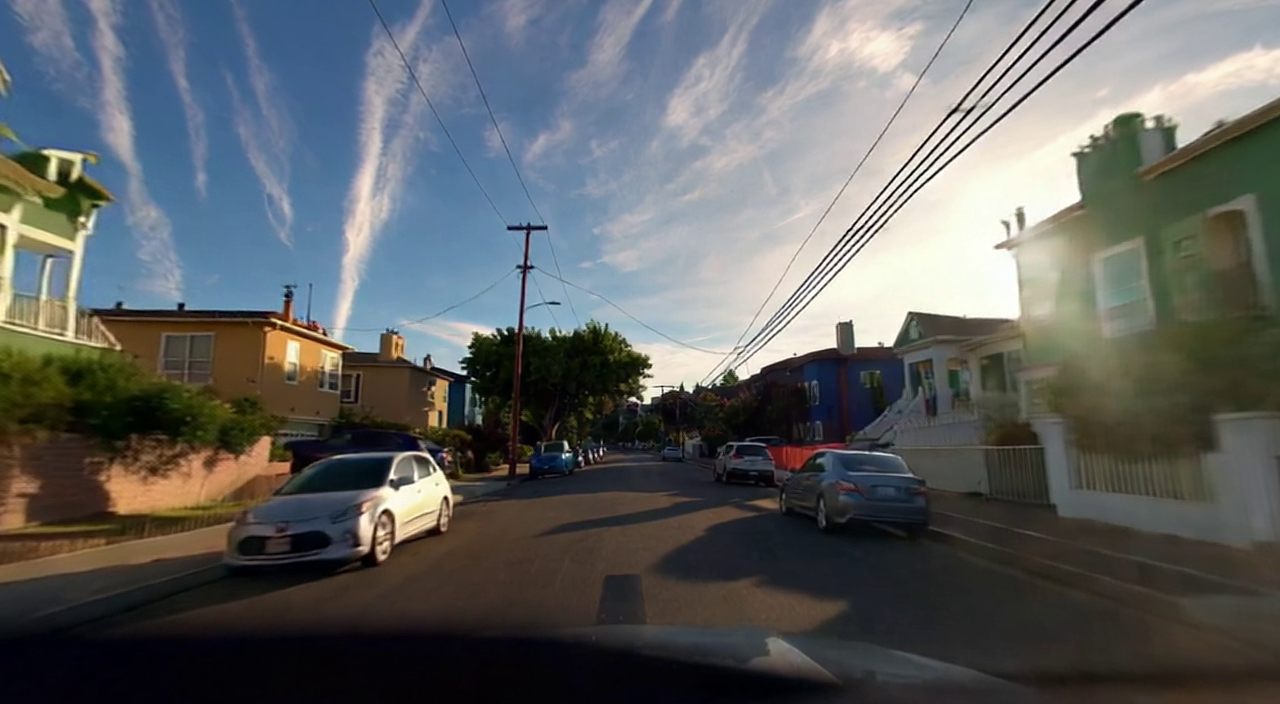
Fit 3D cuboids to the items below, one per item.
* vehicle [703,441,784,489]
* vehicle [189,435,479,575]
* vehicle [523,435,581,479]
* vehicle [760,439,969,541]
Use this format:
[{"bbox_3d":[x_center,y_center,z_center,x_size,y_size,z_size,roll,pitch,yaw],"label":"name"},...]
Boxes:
[{"bbox_3d":[3.532,3.957,22.486,2.019,1.536,4.405,0,-9,-2],"label":"vehicle"},{"bbox_3d":[-3.825,1.961,9.009,1.971,1.460,4.523,0,-8,-2],"label":"vehicle"},{"bbox_3d":[-4.023,4.899,29.798,2.057,1.887,5.053,0,-8,0],"label":"vehicle"},{"bbox_3d":[3.704,2.344,11.521,1.862,1.452,4.737,0,-9,-3],"label":"vehicle"}]
